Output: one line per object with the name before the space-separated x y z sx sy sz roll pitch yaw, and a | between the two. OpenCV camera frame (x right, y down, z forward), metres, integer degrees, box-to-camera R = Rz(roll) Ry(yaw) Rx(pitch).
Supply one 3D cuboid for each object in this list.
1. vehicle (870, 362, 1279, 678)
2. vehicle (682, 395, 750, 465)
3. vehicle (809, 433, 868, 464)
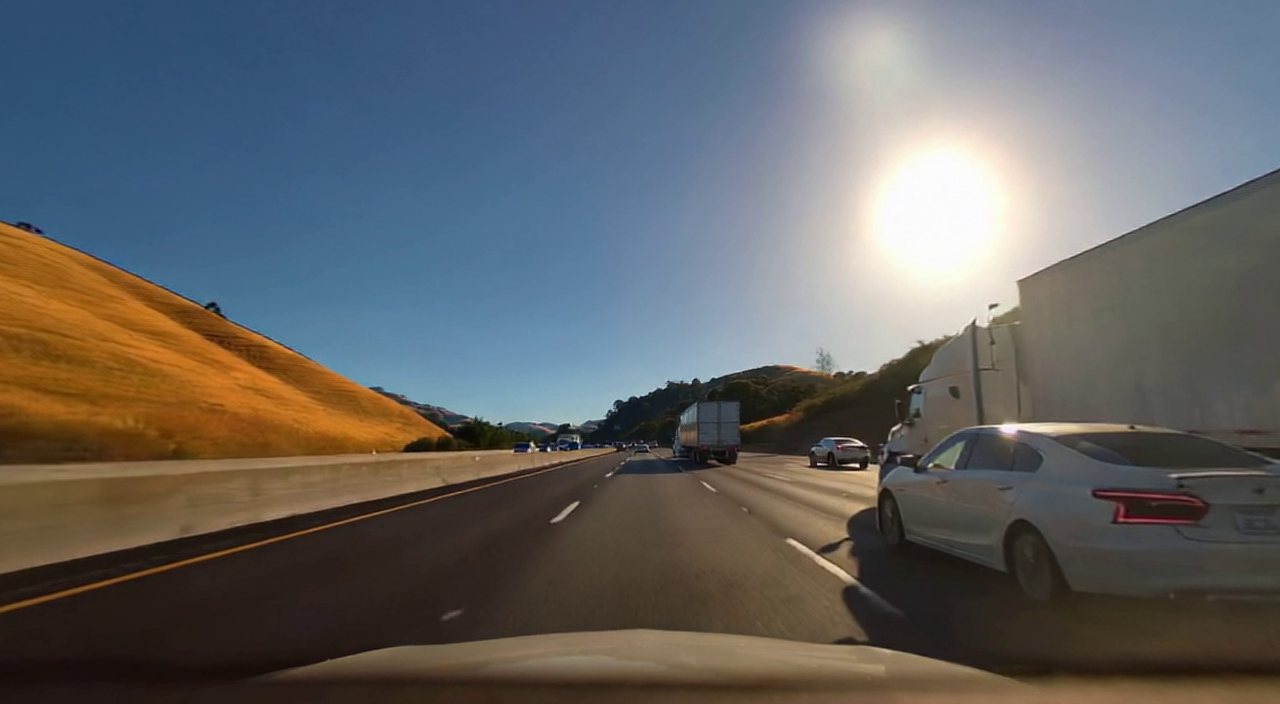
vehicle | 3.908 1.237 5.656 2.055 1.737 4.224 0 -9 0
vehicle | 4.622 5.196 40.882 3.049 3.968 10.706 0 -9 0
vehicle | 11.978 5.866 38.410 2.046 1.741 4.769 0 -9 0
